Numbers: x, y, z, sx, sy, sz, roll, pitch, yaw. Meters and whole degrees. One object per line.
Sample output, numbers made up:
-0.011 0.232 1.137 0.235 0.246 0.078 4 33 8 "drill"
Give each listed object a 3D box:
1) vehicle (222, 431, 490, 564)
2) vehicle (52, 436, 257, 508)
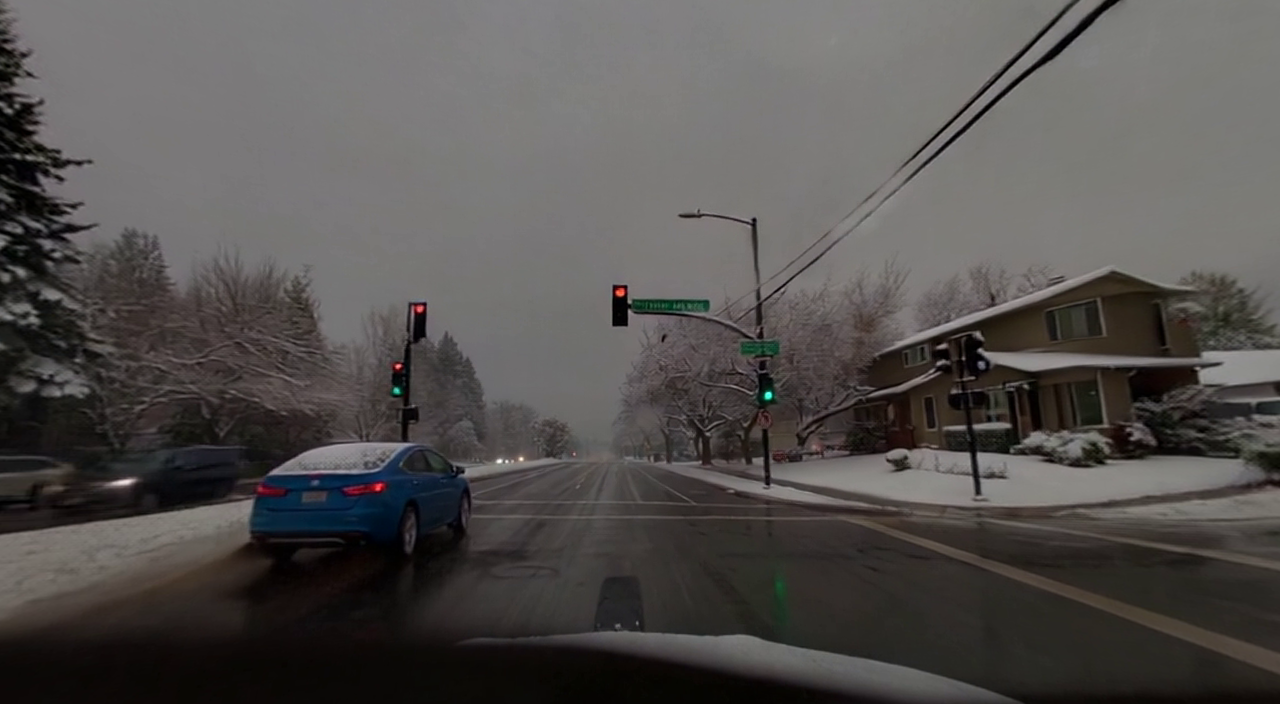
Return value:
-3.803 2.001 9.569 1.980 1.508 4.502 0 -8 0 "vehicle"
-13.742 3.388 18.441 2.115 1.794 4.961 0 -8 -2 "vehicle"
